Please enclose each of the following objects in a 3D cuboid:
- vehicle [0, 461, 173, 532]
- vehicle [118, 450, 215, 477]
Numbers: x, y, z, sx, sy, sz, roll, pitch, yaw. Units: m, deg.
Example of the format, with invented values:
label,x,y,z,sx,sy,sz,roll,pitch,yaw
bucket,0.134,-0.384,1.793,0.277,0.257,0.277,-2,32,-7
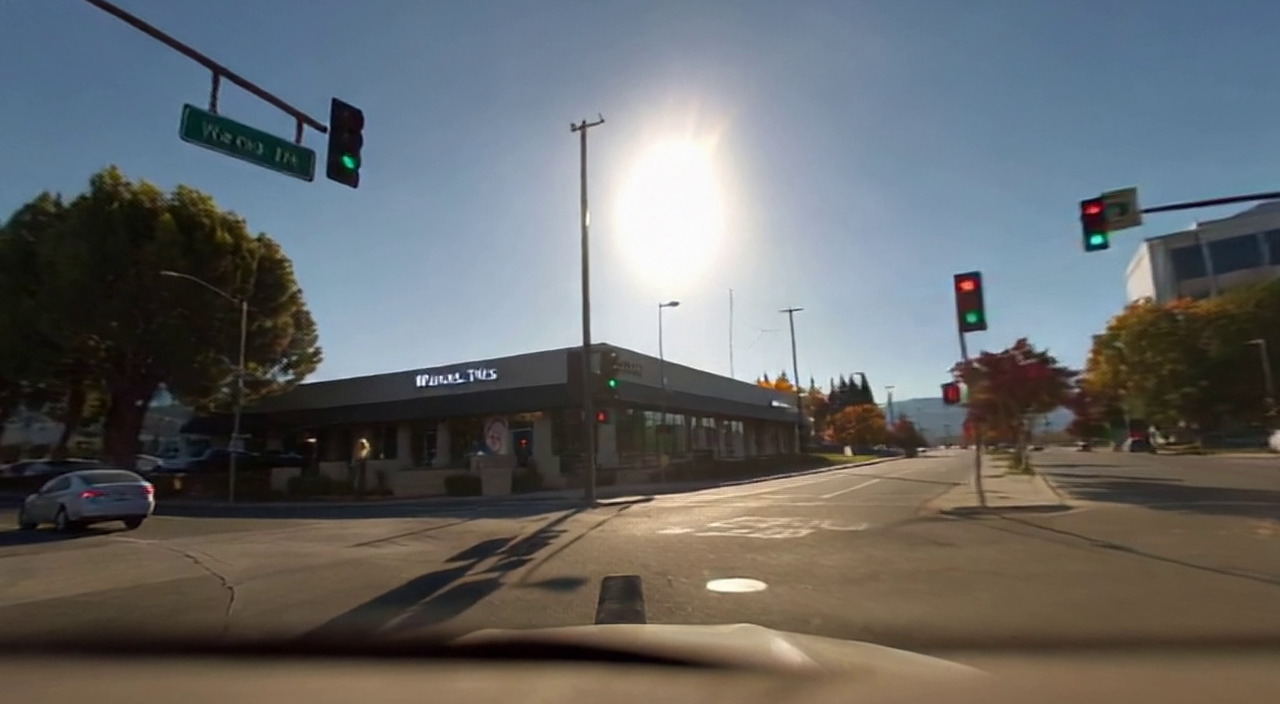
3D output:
label,x,y,z,sx,sy,sz,roll,pitch,yaw
vehicle,-15.419,3.884,17.513,4.312,1.642,2.197,-5,-10,28
vehicle,-33.007,7.739,44.187,2.189,1.737,4.851,-4,-9,23
